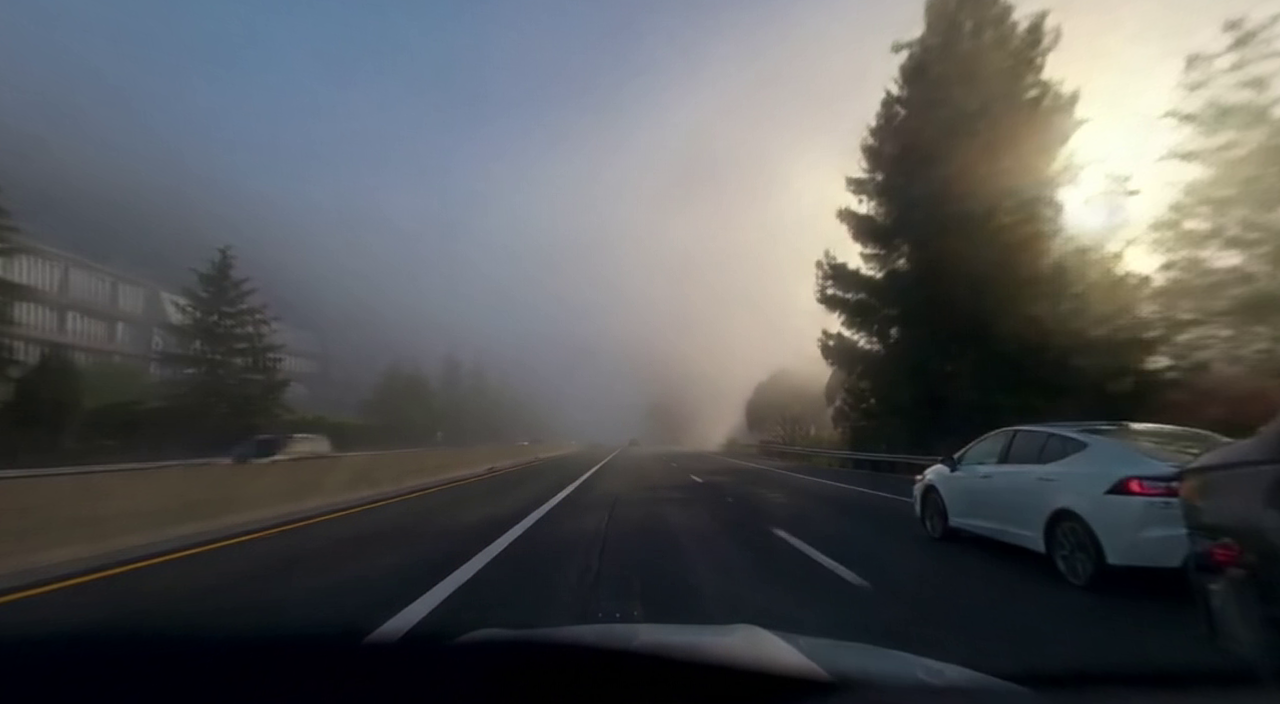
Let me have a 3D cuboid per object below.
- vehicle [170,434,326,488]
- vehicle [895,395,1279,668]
[{"bbox_3d":[-12.195,3.390,20.039,2.052,1.506,4.537,0,-8,0],"label":"vehicle"},{"bbox_3d":[4.511,1.366,6.082,2.095,1.587,4.638,0,-8,-1],"label":"vehicle"}]
